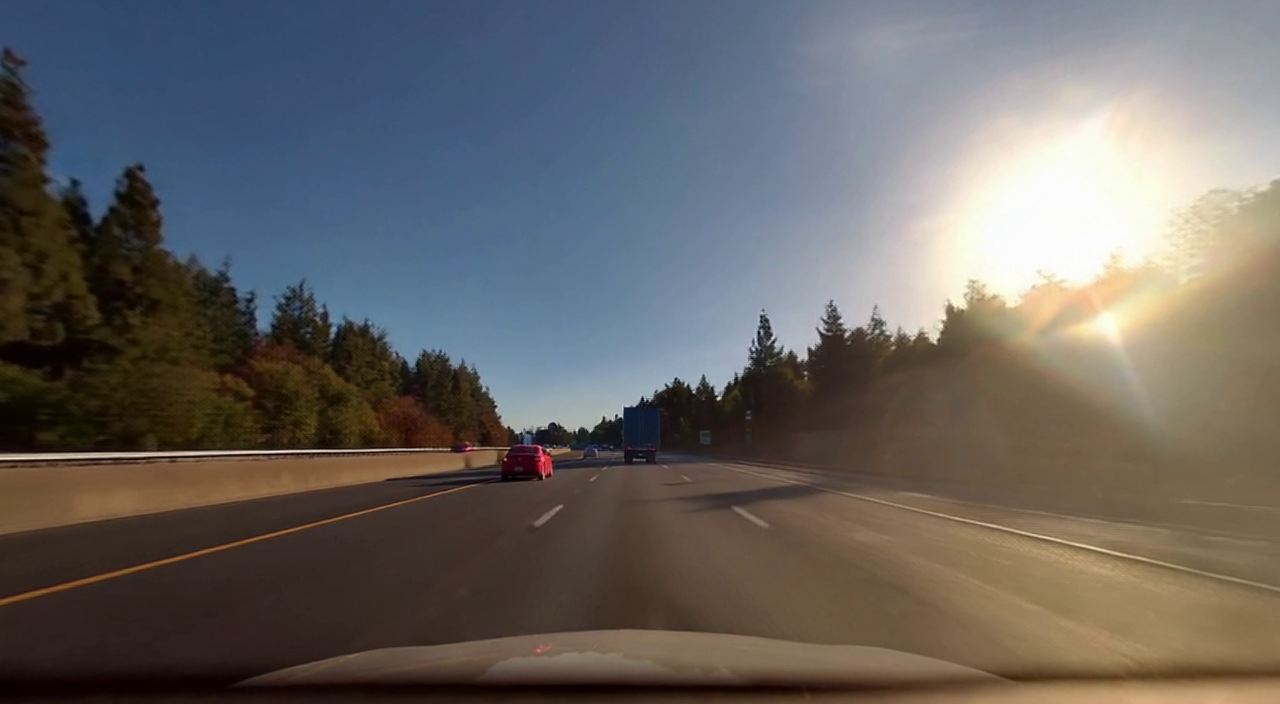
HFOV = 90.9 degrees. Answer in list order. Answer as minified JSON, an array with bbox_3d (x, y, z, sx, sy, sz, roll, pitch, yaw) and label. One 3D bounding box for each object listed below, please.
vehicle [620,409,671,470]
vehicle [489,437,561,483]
[{"bbox_3d":[0.184,5.946,42.350,2.893,3.628,9.081,0,-9,-3],"label":"vehicle"},{"bbox_3d":[-4.304,4.131,24.220,1.977,1.602,3.944,0,-9,0],"label":"vehicle"}]
